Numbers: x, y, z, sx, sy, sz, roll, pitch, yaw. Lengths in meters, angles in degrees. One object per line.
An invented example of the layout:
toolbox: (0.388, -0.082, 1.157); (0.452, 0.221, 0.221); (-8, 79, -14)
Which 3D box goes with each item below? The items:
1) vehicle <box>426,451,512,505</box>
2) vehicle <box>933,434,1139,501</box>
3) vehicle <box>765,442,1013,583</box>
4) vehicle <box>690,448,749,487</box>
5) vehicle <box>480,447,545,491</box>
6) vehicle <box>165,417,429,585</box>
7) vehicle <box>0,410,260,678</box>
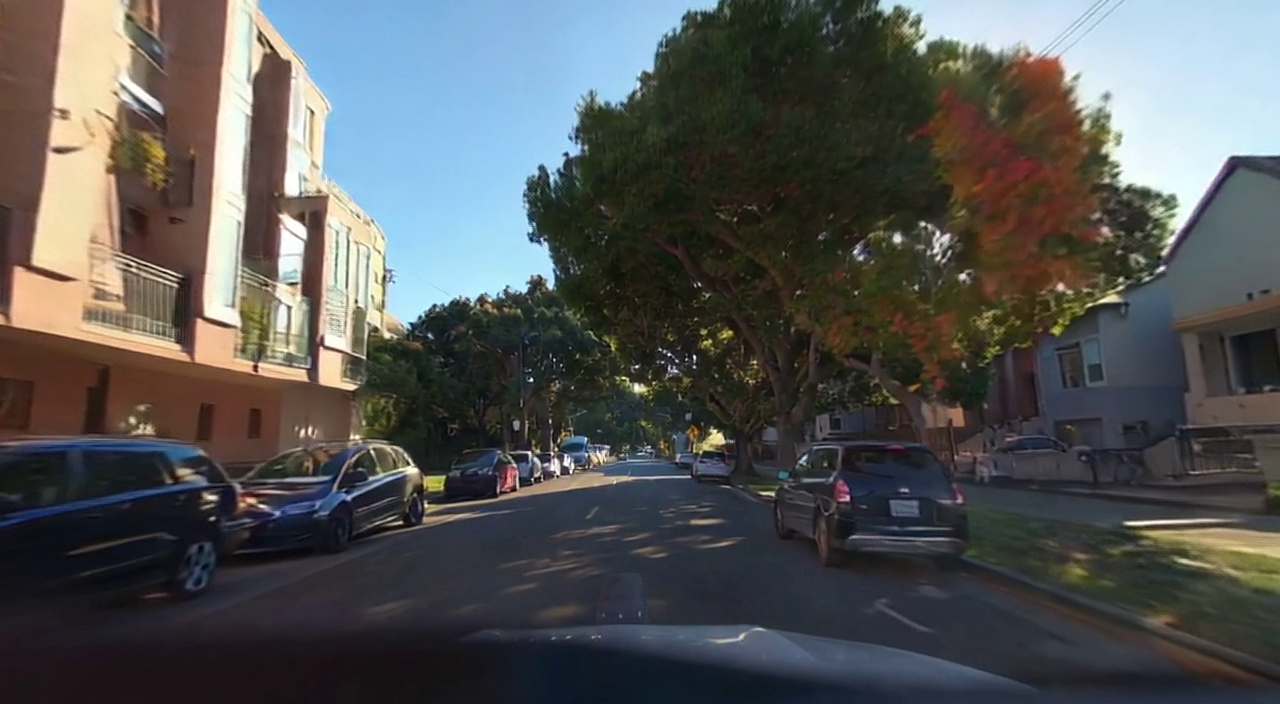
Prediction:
vehicle: (-5.289, 3.910, 20.018); (1.722, 1.491, 3.431); (0, -8, 1)
vehicle: (10.120, 2.963, 16.410); (4.001, 1.594, 1.914); (0, -8, 1)
vehicle: (3.104, 2.042, 8.897); (1.903, 1.512, 3.900); (0, -8, 0)
vehicle: (3.288, 4.855, 26.910); (1.835, 1.490, 4.134); (0, -8, -2)
vehicle: (-4.975, 4.601, 25.167); (1.782, 1.585, 3.962); (0, -8, 0)
vehicle: (-5.339, 2.215, 10.703); (1.947, 1.833, 4.606); (-2, -2, 0)
vehicle: (-5.344, 1.396, 4.744); (1.934, 1.810, 4.687); (-1, -9, 2)
